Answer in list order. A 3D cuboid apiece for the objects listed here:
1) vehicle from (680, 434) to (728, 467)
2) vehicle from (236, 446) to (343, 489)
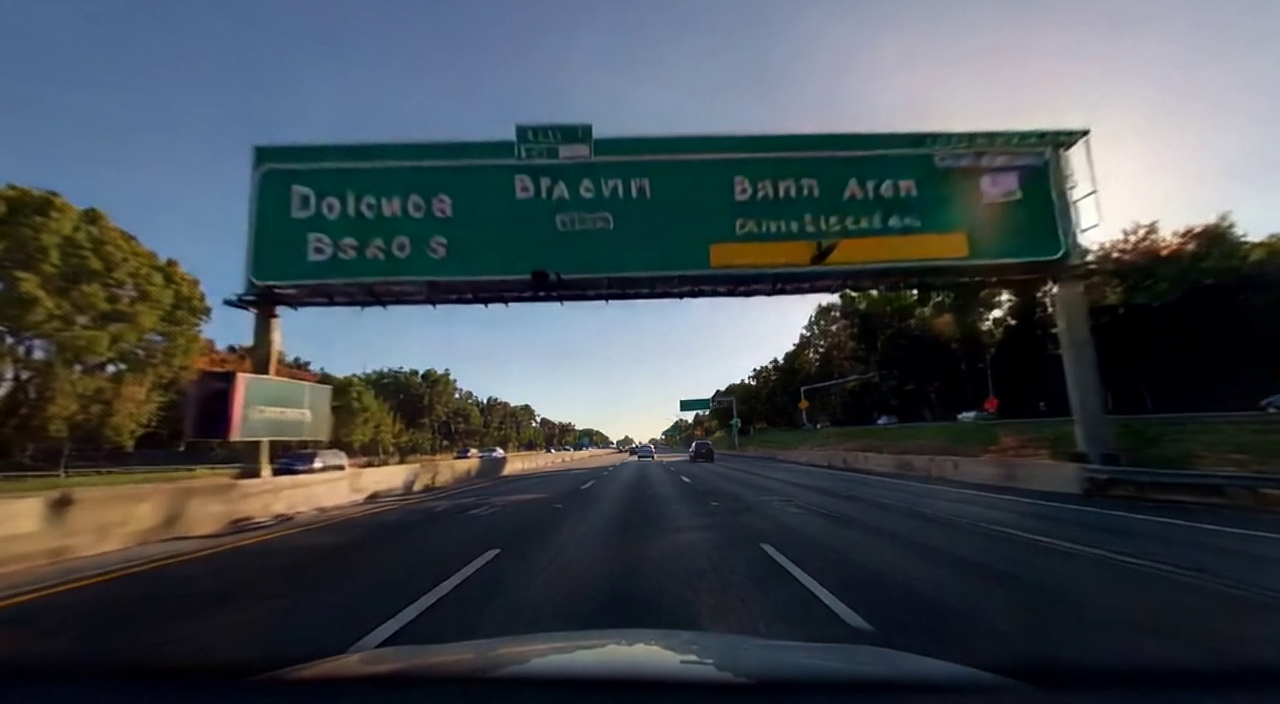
[{"bbox_3d":[4.186,6.610,42.317,2.505,2.020,5.532,0,-9,-1],"label":"vehicle"},{"bbox_3d":[-15.104,4.955,27.543,1.995,1.685,4.620,0,-8,1],"label":"vehicle"}]
